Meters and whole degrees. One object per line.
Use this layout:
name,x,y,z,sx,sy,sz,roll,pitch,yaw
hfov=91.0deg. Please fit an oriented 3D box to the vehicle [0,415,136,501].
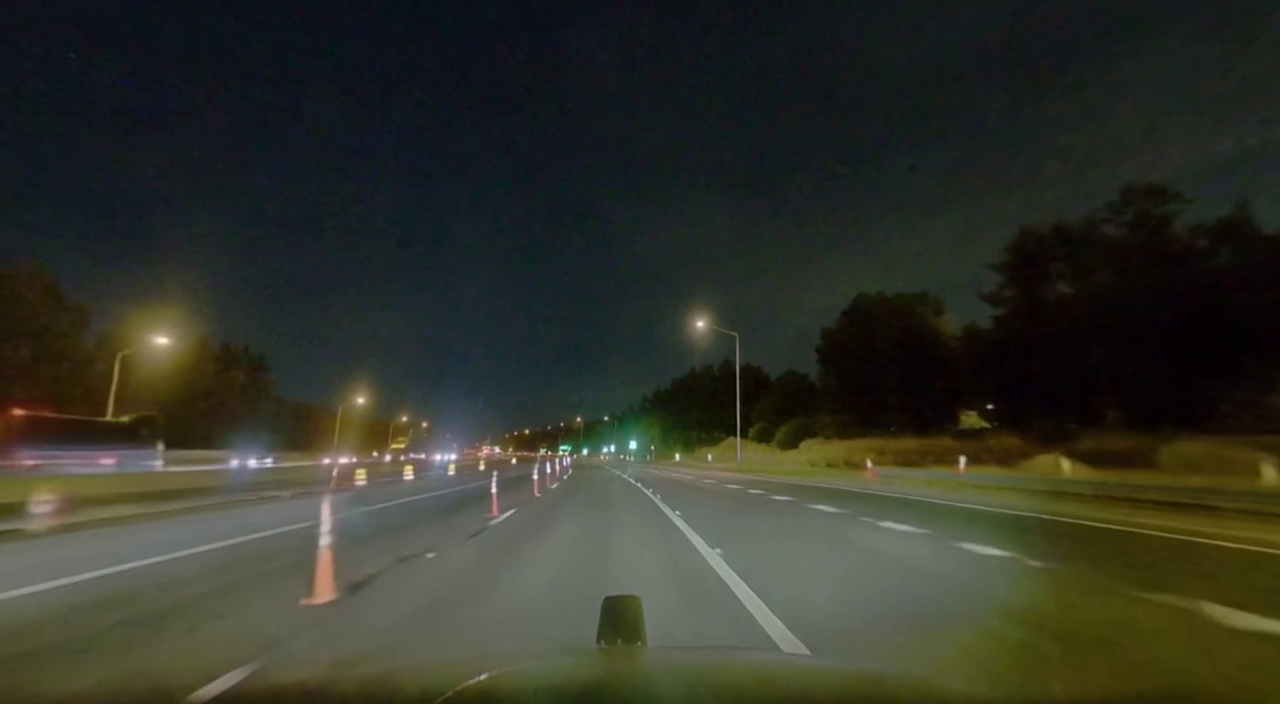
vehicle,-18.012,2.889,17.627,2.450,2.180,6.404,6,-11,-2

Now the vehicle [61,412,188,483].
vehicle,-18.470,3.442,22.758,1.996,2.393,2.954,0,-9,-2
